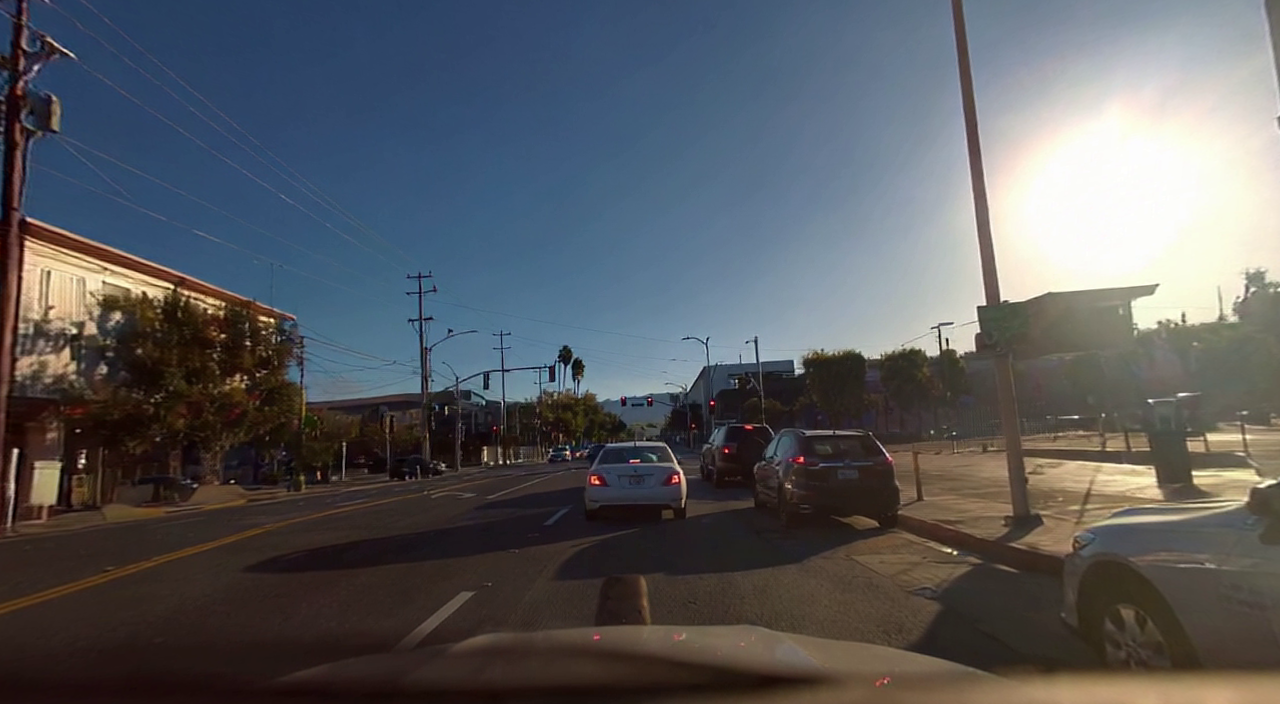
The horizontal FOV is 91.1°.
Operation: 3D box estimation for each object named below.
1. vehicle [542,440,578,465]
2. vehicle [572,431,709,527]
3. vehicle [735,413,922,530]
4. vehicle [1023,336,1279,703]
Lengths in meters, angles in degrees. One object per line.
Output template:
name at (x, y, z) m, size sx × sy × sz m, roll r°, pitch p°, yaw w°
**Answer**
vehicle at (-5.697, 7.253, 45.306) m, size 2.059 × 1.699 × 4.252 m, roll 0°, pitch -8°, yaw 0°
vehicle at (0.046, 2.349, 12.223) m, size 2.153 × 1.505 × 4.452 m, roll 0°, pitch -8°, yaw 1°
vehicle at (3.261, 2.189, 12.037) m, size 2.060 × 1.783 × 4.579 m, roll 0°, pitch -8°, yaw -1°
vehicle at (3.291, 0.692, 1.532) m, size 1.938 × 1.714 × 4.402 m, roll 0°, pitch -8°, yaw 1°
